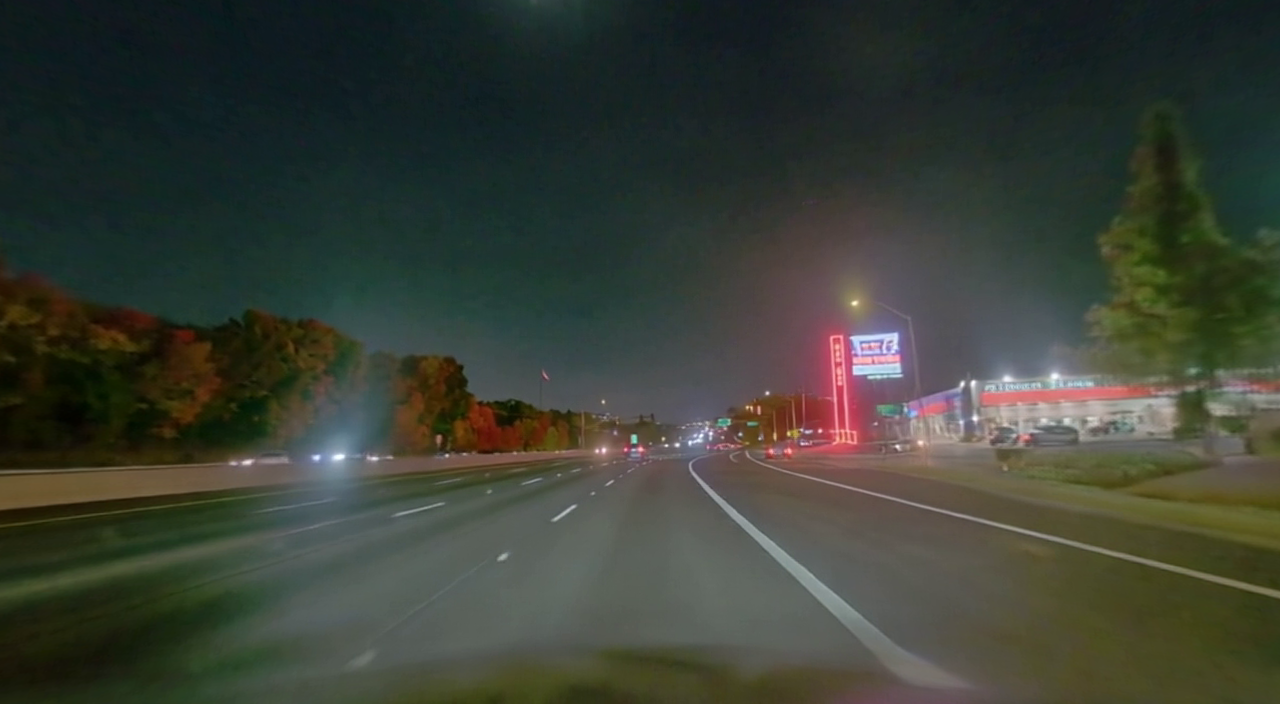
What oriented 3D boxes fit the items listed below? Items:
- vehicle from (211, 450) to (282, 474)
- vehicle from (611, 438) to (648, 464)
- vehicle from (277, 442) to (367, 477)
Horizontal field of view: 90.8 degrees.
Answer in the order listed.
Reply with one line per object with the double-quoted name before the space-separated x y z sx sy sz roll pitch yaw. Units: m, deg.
"vehicle" -27.245 7.629 43.935 1.831 1.510 4.299 -1 -9 6
"vehicle" -0.710 7.197 46.092 2.139 1.782 4.079 -1 -9 7
"vehicle" -17.379 5.856 34.810 2.072 1.753 4.796 -1 -9 6
